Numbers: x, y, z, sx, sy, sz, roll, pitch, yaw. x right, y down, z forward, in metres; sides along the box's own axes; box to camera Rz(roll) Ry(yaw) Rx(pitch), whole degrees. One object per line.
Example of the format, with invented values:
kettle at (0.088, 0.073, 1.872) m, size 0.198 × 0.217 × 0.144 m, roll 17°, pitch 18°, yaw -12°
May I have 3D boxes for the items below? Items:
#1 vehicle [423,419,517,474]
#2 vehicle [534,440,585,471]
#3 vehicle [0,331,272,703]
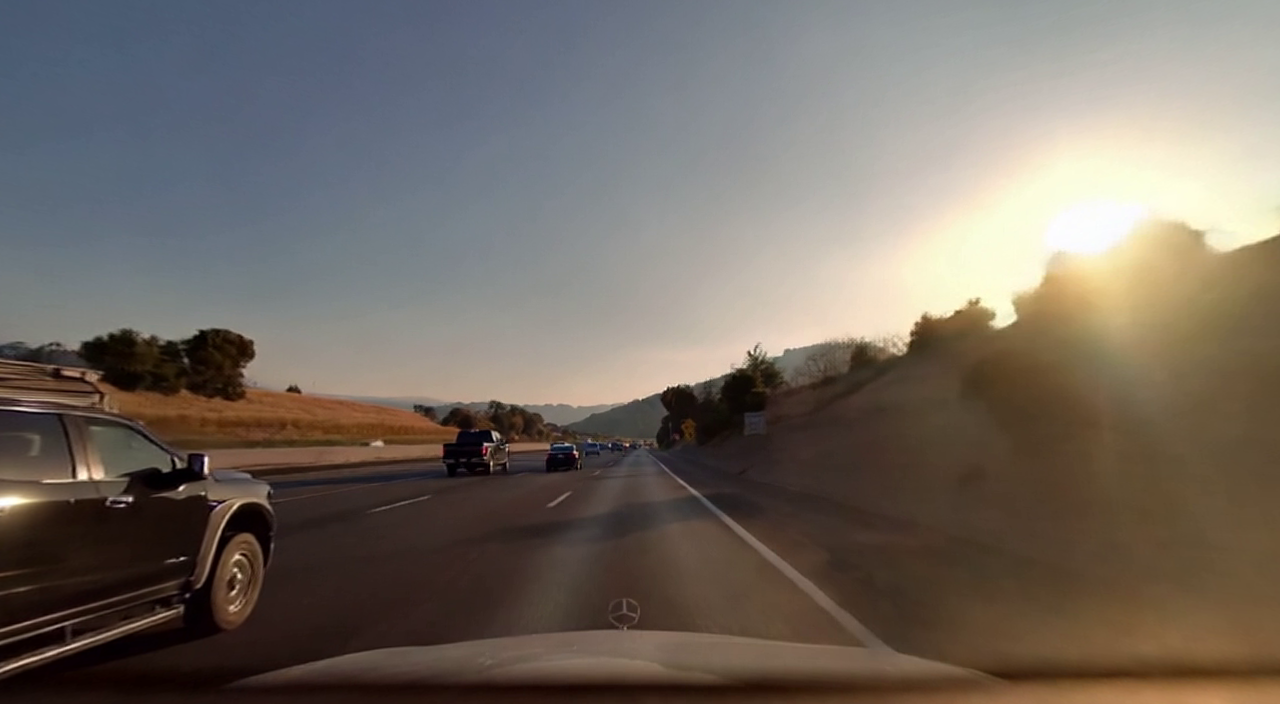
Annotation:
vehicle at (-7.612, 4.369, 29.056) m, size 2.594 × 2.254 × 6.028 m, roll 0°, pitch -9°, yaw 0°
vehicle at (-4.147, 5.418, 33.142) m, size 2.012 × 1.509 × 4.359 m, roll 0°, pitch -9°, yaw 1°
vehicle at (-4.052, 0.740, 2.375) m, size 2.200 × 1.807 × 5.041 m, roll 0°, pitch -9°, yaw 1°
